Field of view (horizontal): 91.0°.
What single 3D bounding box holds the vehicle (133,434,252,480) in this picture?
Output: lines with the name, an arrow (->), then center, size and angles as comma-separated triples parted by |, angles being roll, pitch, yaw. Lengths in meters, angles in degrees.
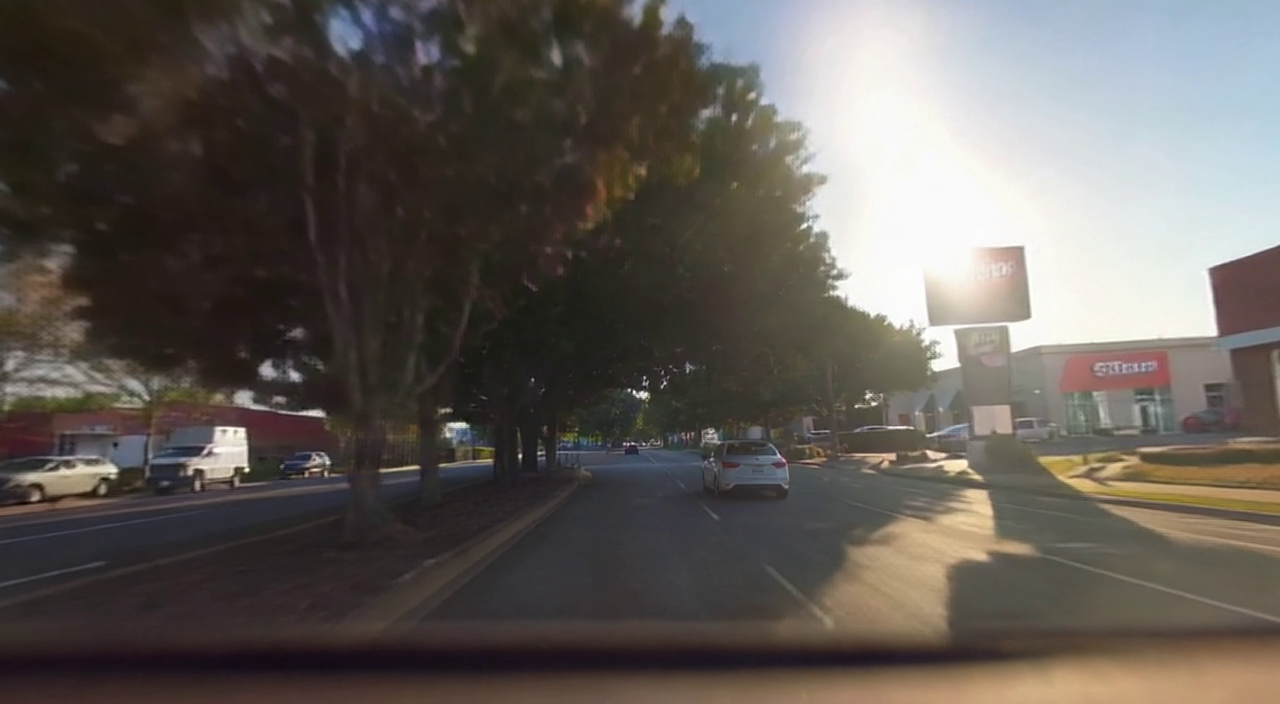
vehicle -> -28.229, 6.643, 40.030 | 5.802, 2.743, 2.245 | 5, -10, -32

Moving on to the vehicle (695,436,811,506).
vehicle -> 2.646, 2.915, 15.877 | 2.015, 1.479, 4.444 | 0, -9, -1
